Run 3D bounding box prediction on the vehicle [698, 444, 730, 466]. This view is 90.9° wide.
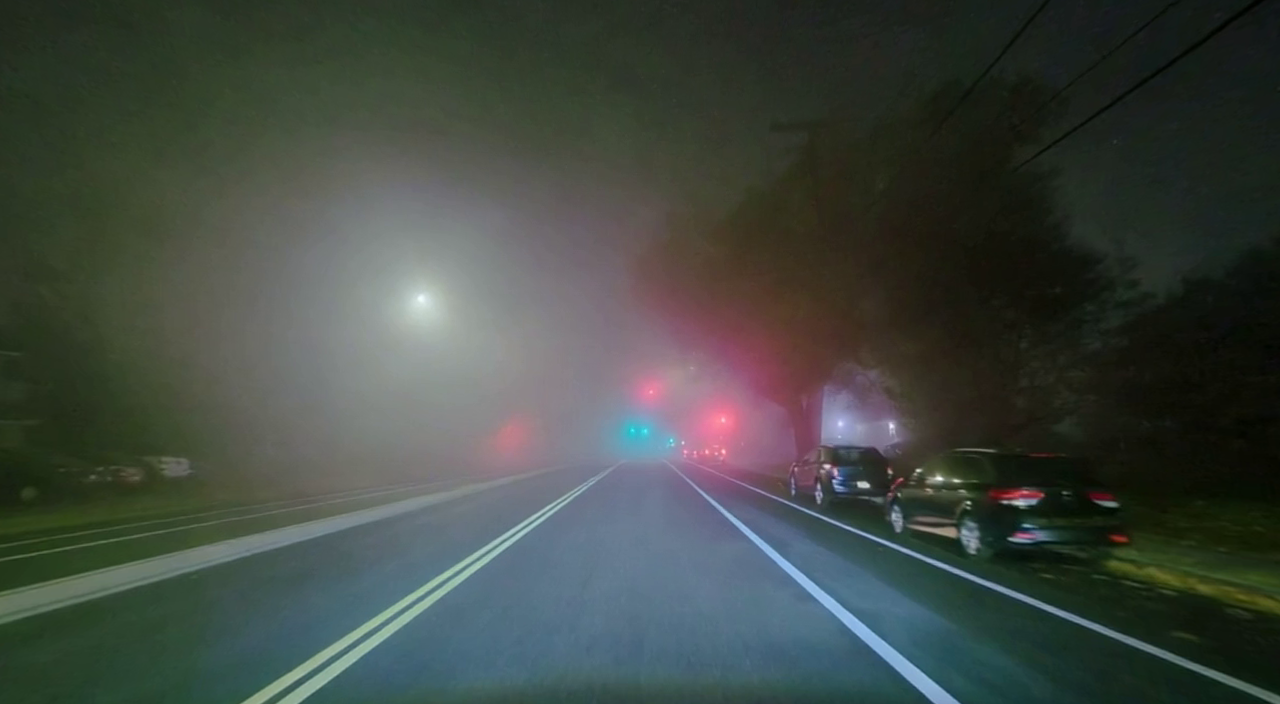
[{"bbox_3d":[5.487,7.701,47.235,1.955,1.549,4.129,0,-8,0],"label":"vehicle"}]

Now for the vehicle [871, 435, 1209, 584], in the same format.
[{"bbox_3d":[4.818,1.902,8.502,1.887,1.484,4.113,0,-8,1],"label":"vehicle"}]

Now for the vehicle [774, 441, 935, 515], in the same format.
[{"bbox_3d":[4.907,2.939,15.333,2.021,1.491,4.906,1,-8,-3],"label":"vehicle"}]

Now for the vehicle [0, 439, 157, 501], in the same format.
[{"bbox_3d":[-19.925,4.004,21.717,4.735,1.979,2.199,0,-8,4],"label":"vehicle"}]
